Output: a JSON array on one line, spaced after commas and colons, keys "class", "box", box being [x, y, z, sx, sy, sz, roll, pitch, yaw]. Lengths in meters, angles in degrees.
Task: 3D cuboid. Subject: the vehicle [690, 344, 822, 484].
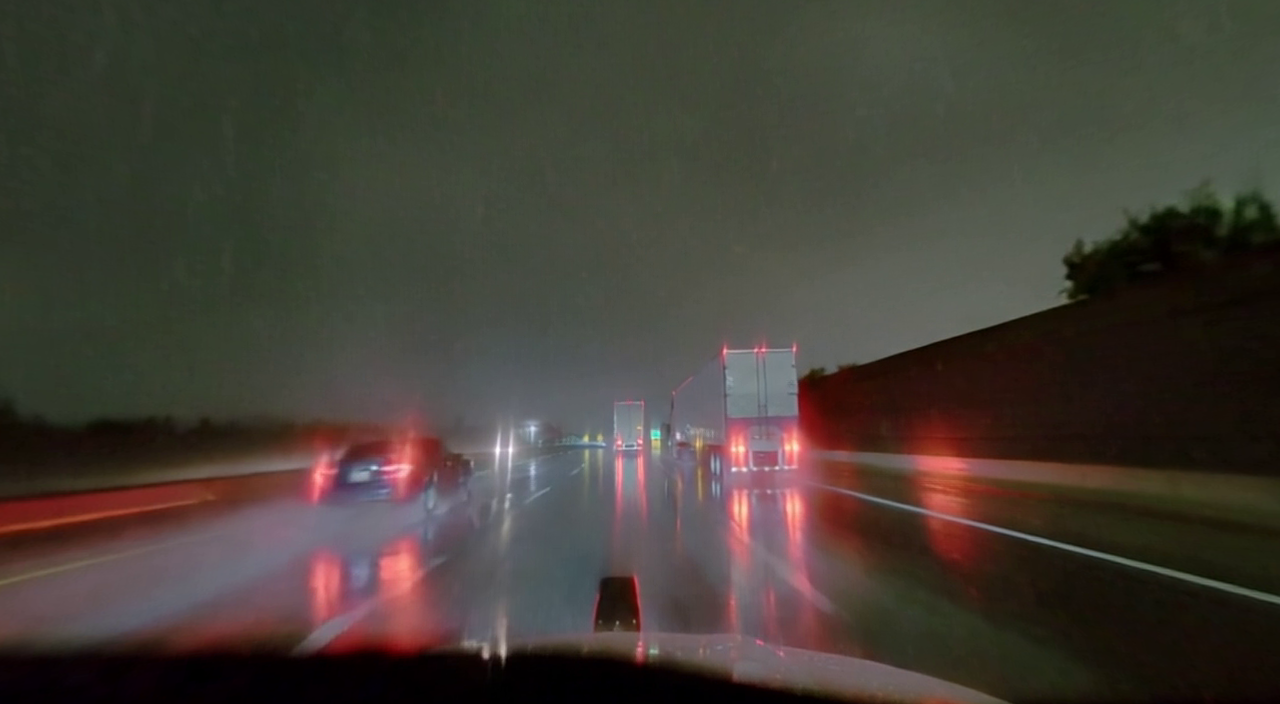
[{"class": "vehicle", "box": [3.648, 2.321, 22.227, 2.873, 3.998, 8.286, 0, -8, -1]}]

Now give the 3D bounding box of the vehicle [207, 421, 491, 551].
[{"class": "vehicle", "box": [-4.127, 1.969, 10.231, 2.208, 1.542, 5.138, 0, -8, -1]}]
